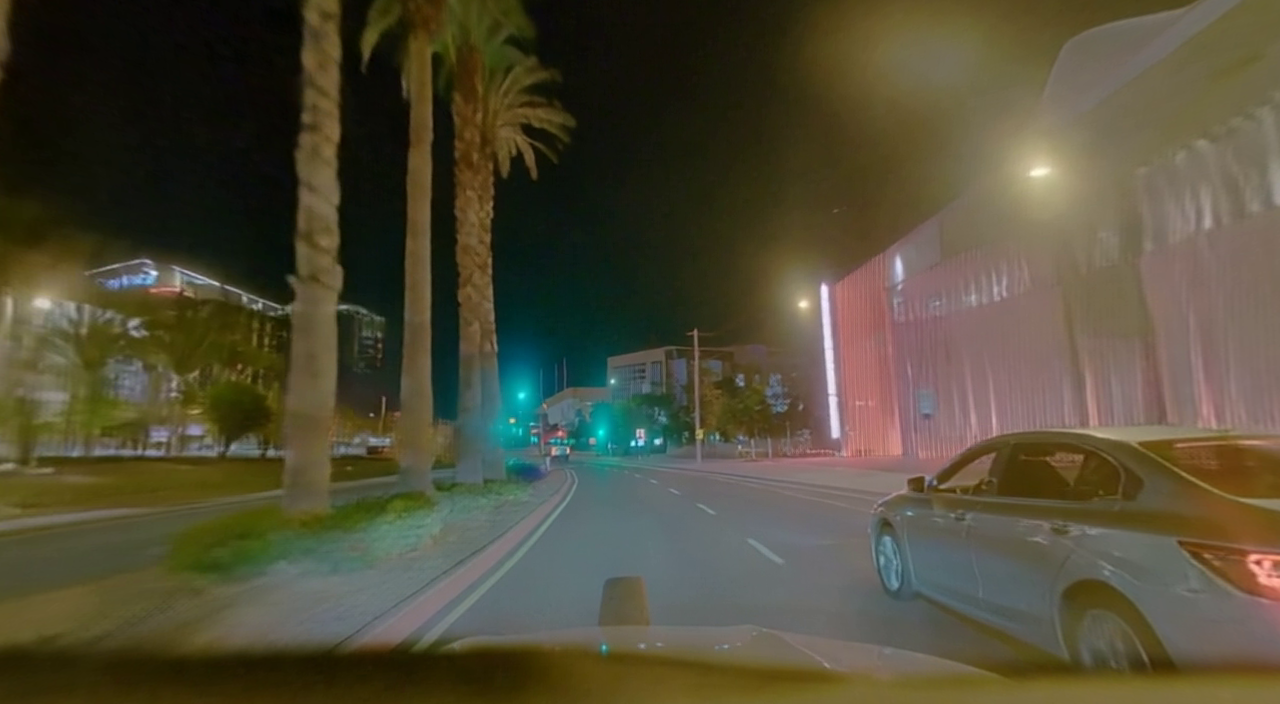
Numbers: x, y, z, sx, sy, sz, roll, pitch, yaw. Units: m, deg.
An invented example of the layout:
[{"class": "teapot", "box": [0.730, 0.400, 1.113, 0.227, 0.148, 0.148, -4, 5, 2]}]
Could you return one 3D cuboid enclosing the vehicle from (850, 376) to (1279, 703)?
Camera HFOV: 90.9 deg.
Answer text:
[{"class": "vehicle", "box": [3.113, 1.158, 4.178, 1.867, 1.554, 4.301, 0, -8, -1]}]
